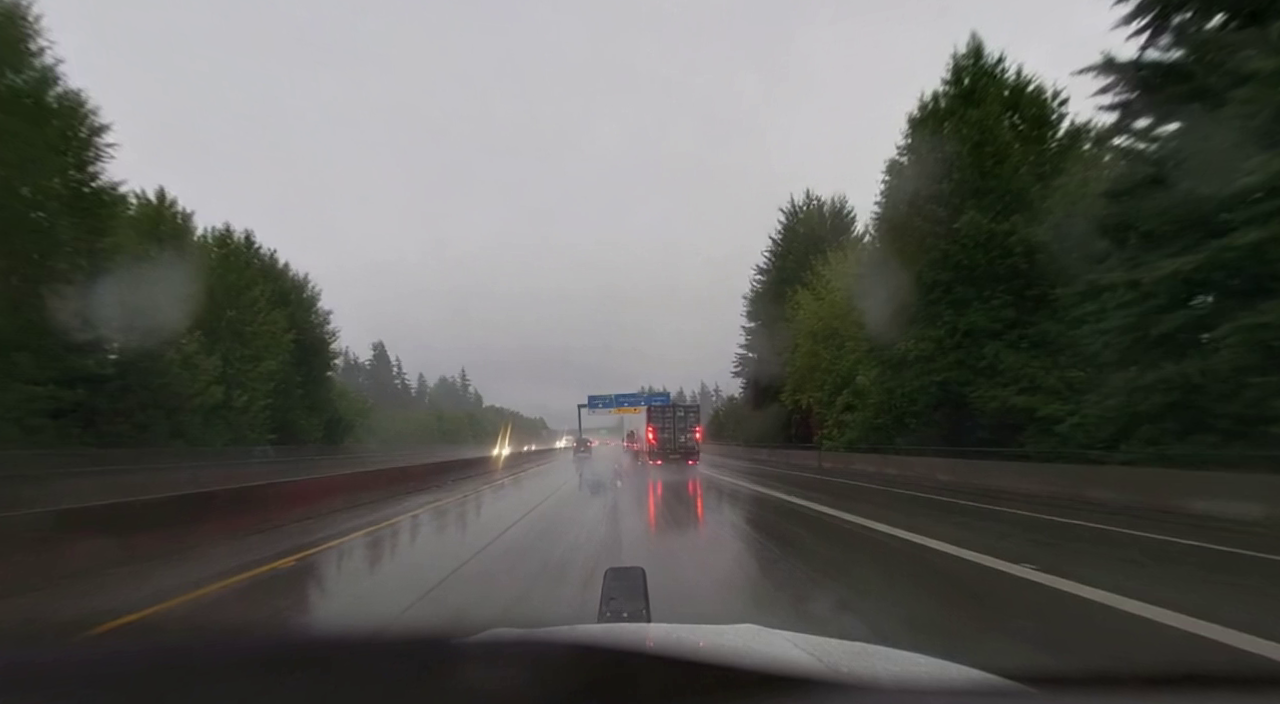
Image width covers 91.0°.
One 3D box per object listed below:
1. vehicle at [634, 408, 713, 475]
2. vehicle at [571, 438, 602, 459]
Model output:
[{"bbox_3d":[1.217,3.765,26.447,2.677,2.439,6.402,0,-8,-3],"label":"vehicle"},{"bbox_3d":[-3.990,7.240,47.382,2.114,1.504,3.924,0,-8,-2],"label":"vehicle"}]
